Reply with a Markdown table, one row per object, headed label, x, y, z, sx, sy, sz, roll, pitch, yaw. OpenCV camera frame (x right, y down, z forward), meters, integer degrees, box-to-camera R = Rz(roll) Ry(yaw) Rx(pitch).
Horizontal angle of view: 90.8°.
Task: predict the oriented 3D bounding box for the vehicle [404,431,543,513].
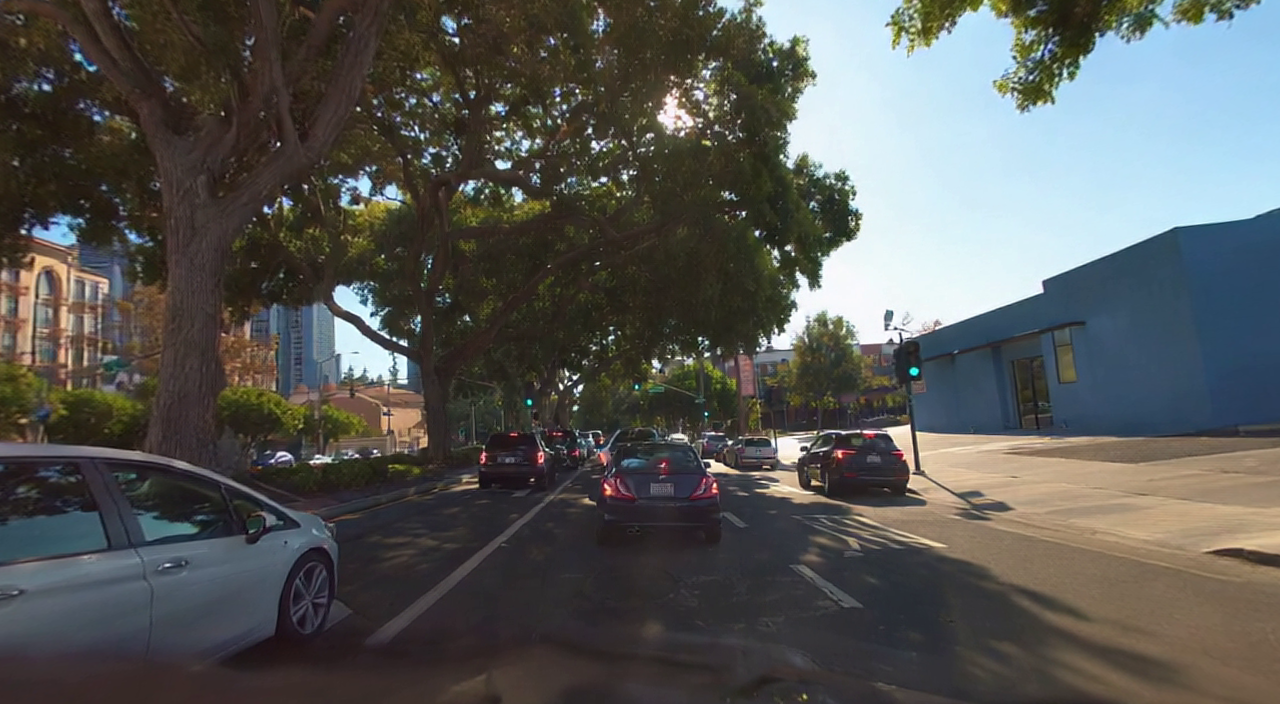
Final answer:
| label | x | y | z | sx | sy | sz | roll | pitch | yaw |
| --- | --- | --- | --- | --- | --- | --- | --- | --- | --- |
| vehicle | -3.509 | 2.620 | 14.260 | 1.901 | 1.522 | 4.556 | 0 | -9 | 0 |

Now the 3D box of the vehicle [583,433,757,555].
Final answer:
| label | x | y | z | sx | sy | sz | roll | pitch | yaw |
| --- | --- | --- | --- | --- | --- | --- | --- | --- | --- |
| vehicle | 0.272 | 2.002 | 9.603 | 2.095 | 1.438 | 3.843 | 0 | -9 | -3 |

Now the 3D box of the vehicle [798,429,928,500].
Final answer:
| label | x | y | z | sx | sy | sz | roll | pitch | yaw |
| --- | --- | --- | --- | --- | --- | --- | --- | --- | --- |
| vehicle | 6.346 | 3.249 | 18.688 | 2.025 | 1.808 | 4.579 | 0 | -9 | -2 |

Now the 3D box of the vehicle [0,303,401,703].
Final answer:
| label | x | y | z | sx | sy | sz | roll | pitch | yaw |
| --- | --- | --- | --- | --- | --- | --- | --- | --- | --- |
| vehicle | -3.267 | 0.934 | 3.391 | 2.152 | 1.802 | 4.628 | 0 | -9 | 0 |
